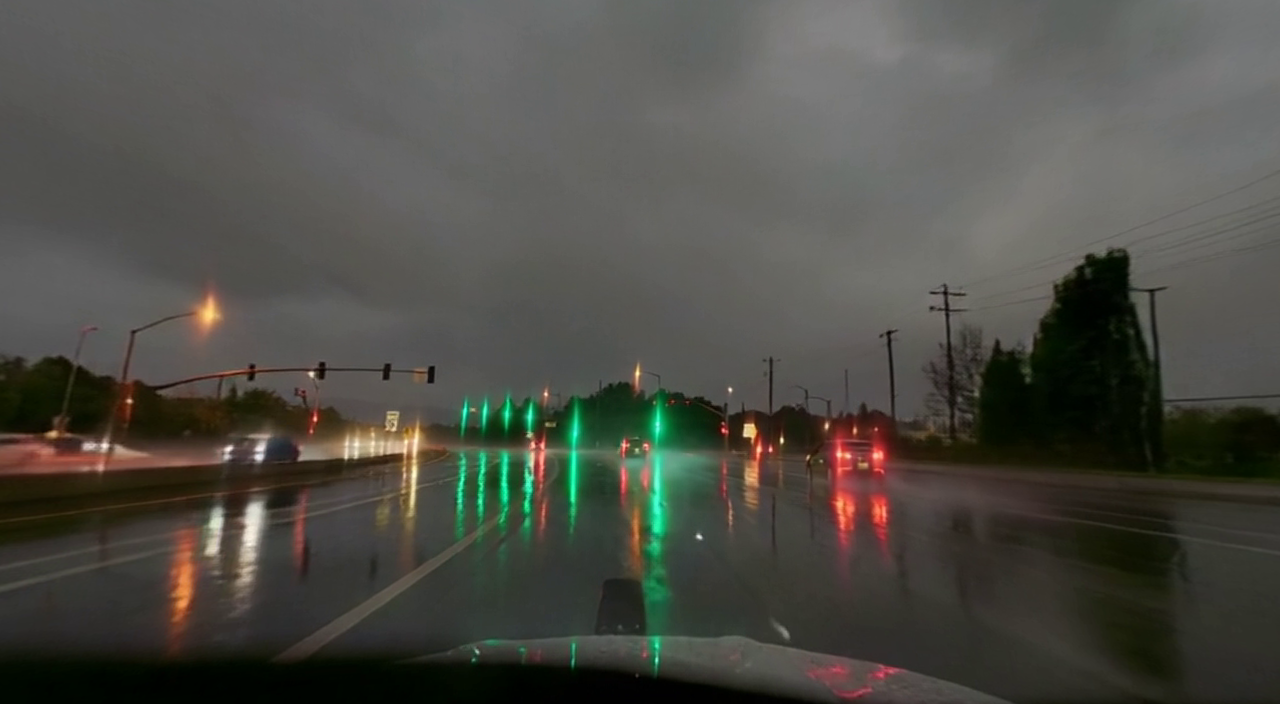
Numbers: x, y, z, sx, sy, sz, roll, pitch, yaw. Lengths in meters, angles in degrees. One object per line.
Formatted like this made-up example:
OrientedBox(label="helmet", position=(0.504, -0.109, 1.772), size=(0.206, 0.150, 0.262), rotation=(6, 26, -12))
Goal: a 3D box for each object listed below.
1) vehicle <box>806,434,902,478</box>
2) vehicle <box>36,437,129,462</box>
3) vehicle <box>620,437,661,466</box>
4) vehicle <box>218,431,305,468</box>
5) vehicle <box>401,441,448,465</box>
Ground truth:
OrientedBox(label="vehicle", position=(9.064, 4.441, 27.225), size=(2.130, 1.741, 4.665), rotation=(1, -8, -5))
OrientedBox(label="vehicle", position=(-40.868, 7.182, 46.494), size=(4.798, 1.639, 2.085), rotation=(7, -10, -35))
OrientedBox(label="vehicle", position=(-0.038, 6.182, 39.415), size=(2.024, 1.724, 3.928), rotation=(1, -9, -8))
OrientedBox(label="vehicle", position=(-19.702, 5.107, 33.174), size=(2.089, 1.794, 4.766), rotation=(1, -9, -7))
OrientedBox(label="vehicle", position=(-15.495, 7.255, 45.703), size=(2.399, 1.624, 4.585), rotation=(1, -9, -8))
